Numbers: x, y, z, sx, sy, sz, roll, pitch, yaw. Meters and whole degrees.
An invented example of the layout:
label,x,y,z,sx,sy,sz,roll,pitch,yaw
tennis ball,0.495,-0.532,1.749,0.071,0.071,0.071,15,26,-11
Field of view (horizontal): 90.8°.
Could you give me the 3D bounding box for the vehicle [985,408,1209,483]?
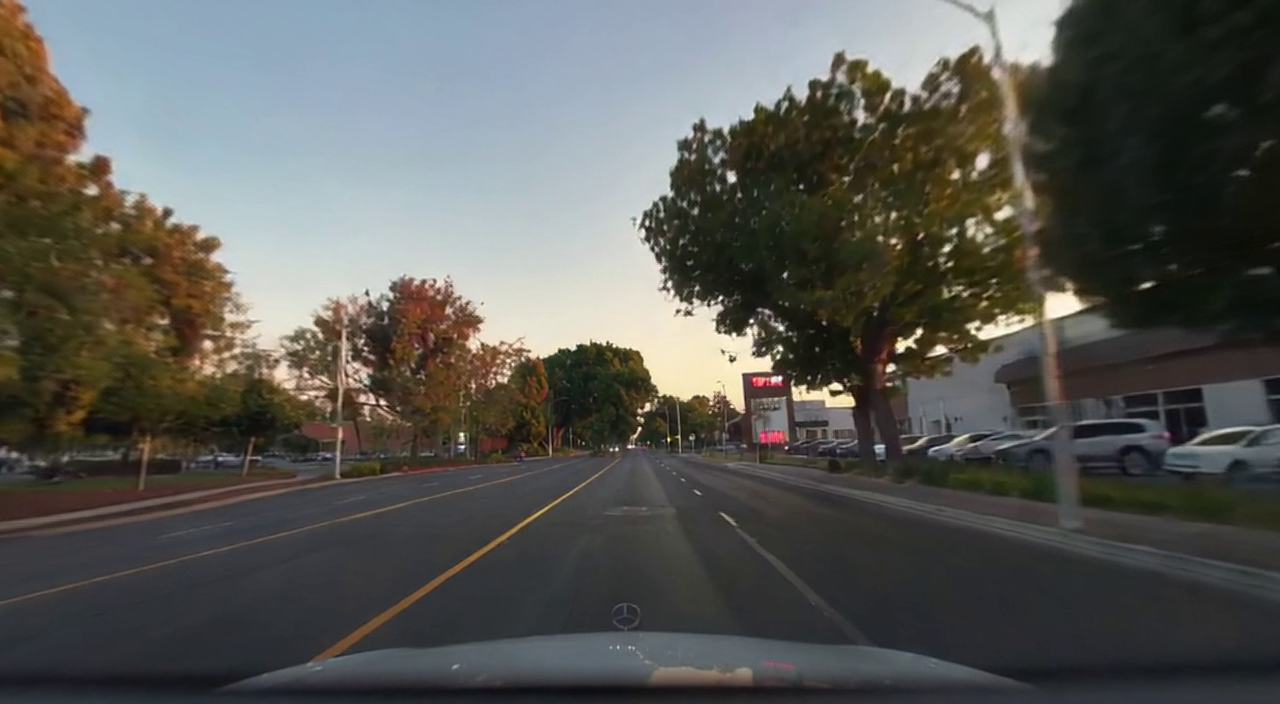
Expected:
label,x,y,z,sx,sy,sz,roll,pitch,yaw
vehicle,15.665,3.236,21.948,5.797,2.052,2.329,-4,-9,0
